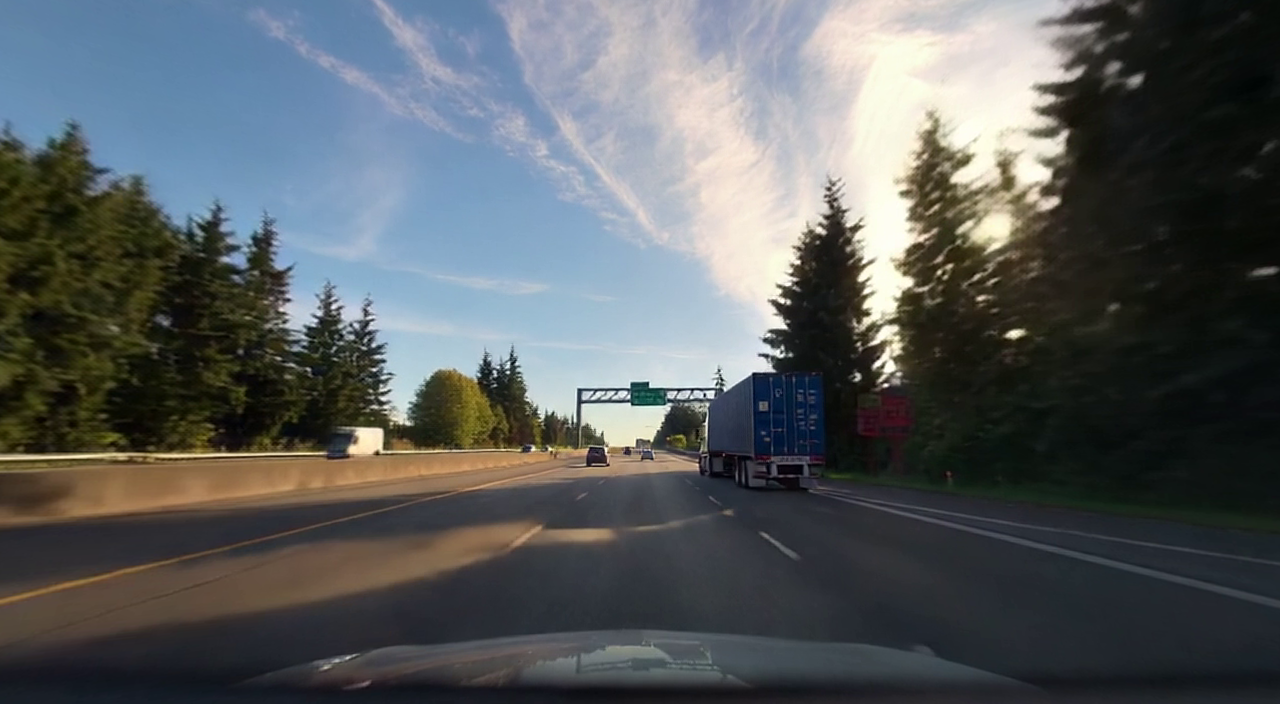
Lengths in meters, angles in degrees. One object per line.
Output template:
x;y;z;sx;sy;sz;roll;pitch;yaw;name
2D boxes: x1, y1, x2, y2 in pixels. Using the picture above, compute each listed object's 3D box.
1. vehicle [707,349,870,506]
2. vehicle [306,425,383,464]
4.487;2.935;22.757;2.821;4.046;12.876;0;-9;0;vehicle
-20.146;6.417;43.368;2.281;2.459;6.049;-1;-9;1;vehicle
